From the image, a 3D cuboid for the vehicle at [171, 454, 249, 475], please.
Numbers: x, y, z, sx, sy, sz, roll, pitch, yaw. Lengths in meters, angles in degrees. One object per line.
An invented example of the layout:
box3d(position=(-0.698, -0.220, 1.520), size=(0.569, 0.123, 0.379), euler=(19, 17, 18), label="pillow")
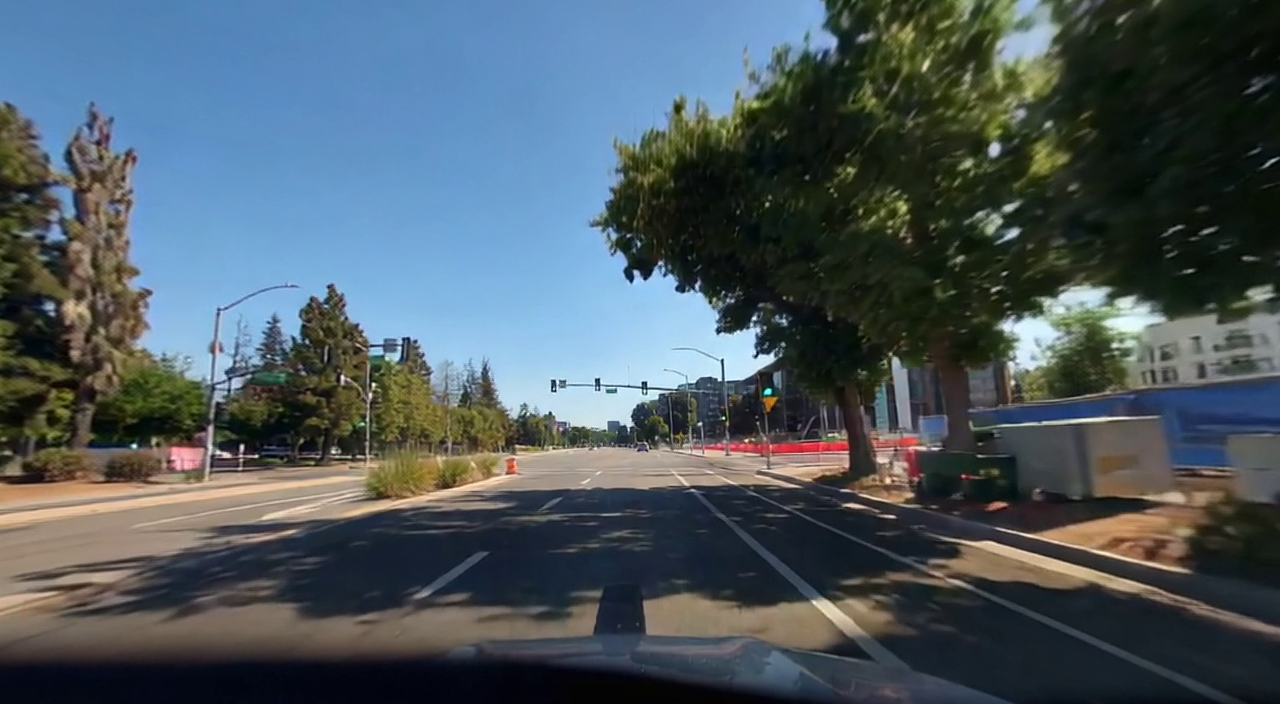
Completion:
box3d(position=(-32.978, 8.616, 48.519), size=(4.530, 1.540, 2.057), euler=(-1, -8, 4), label="vehicle")
